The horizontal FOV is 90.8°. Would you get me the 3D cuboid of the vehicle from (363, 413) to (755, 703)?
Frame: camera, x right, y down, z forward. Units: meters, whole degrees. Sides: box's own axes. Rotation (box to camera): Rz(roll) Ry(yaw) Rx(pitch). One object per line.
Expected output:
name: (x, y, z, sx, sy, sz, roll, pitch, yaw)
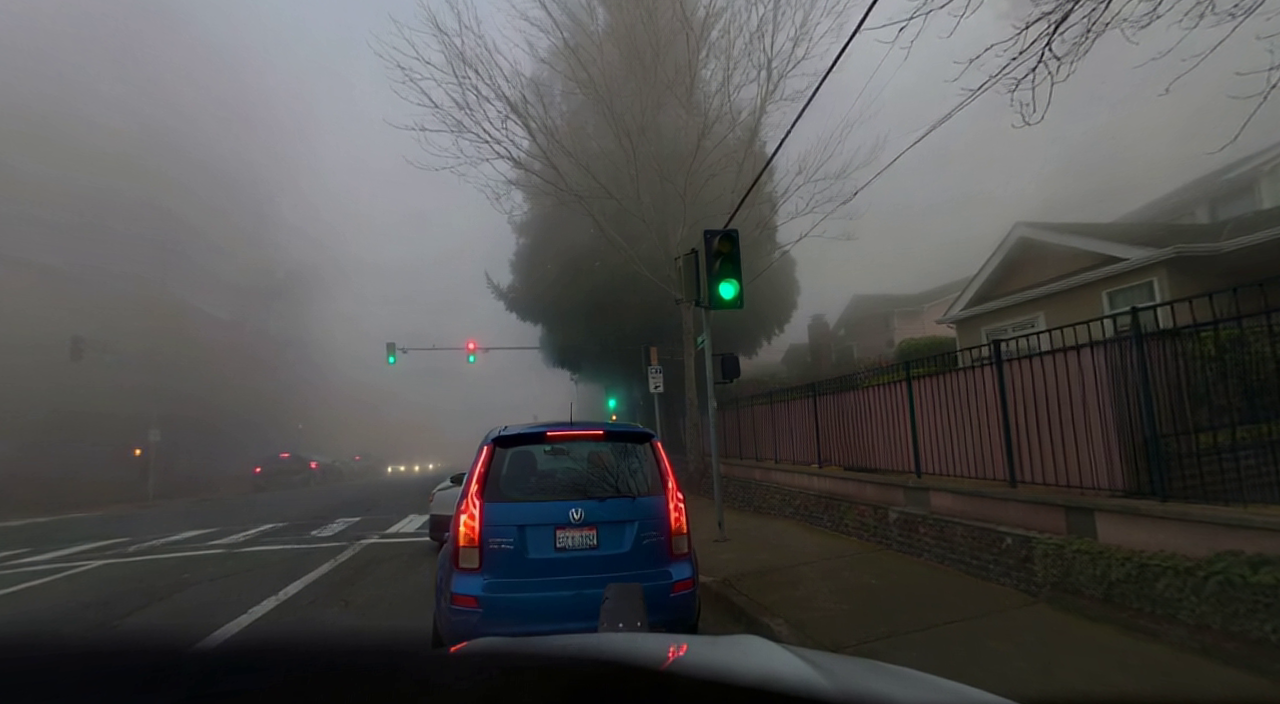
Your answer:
vehicle: (-0.668, 1.356, 5.201, 2.024, 1.502, 3.702, 1, -9, -9)
